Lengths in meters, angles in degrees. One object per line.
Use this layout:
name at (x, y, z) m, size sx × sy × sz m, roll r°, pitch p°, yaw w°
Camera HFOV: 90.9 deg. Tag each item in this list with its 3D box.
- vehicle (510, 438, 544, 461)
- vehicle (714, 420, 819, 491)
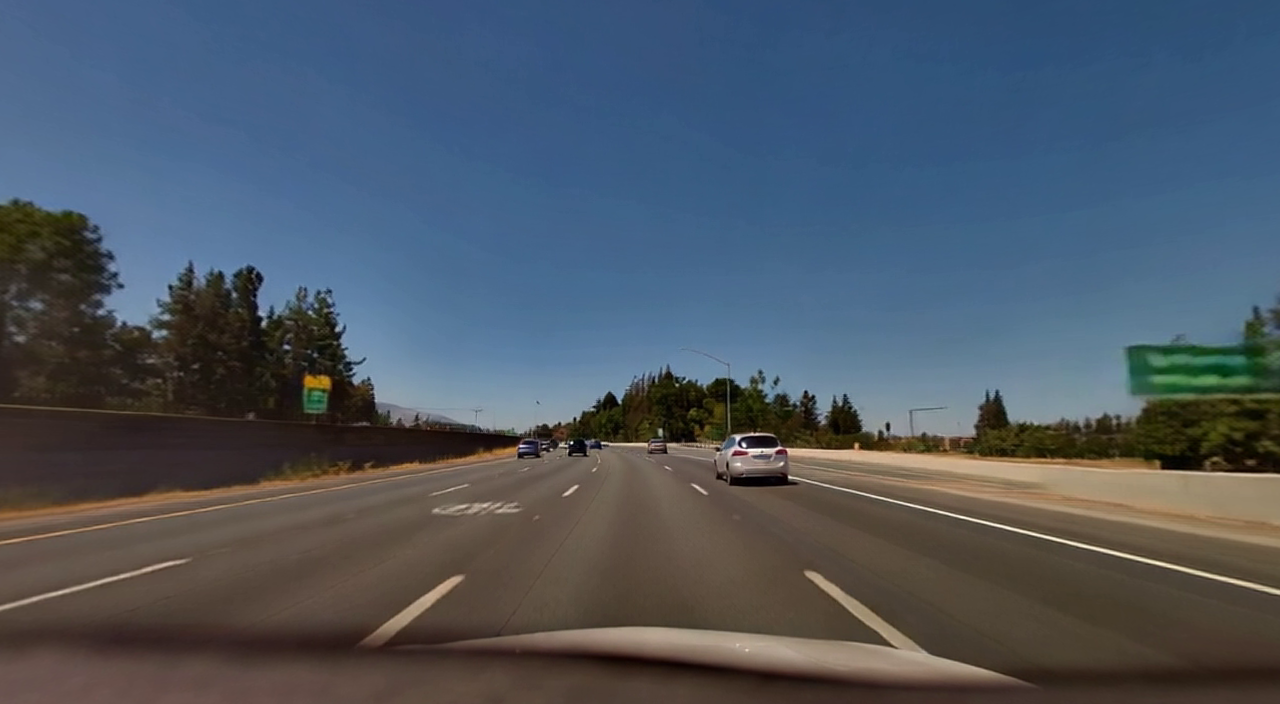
vehicle at (-8.851, 7.666, 49.637) m, size 2.064 × 1.645 × 4.286 m, roll 0°, pitch -8°, yaw -3°
vehicle at (3.524, 2.992, 18.509) m, size 2.043 × 1.795 × 4.347 m, roll 0°, pitch -8°, yaw -2°
